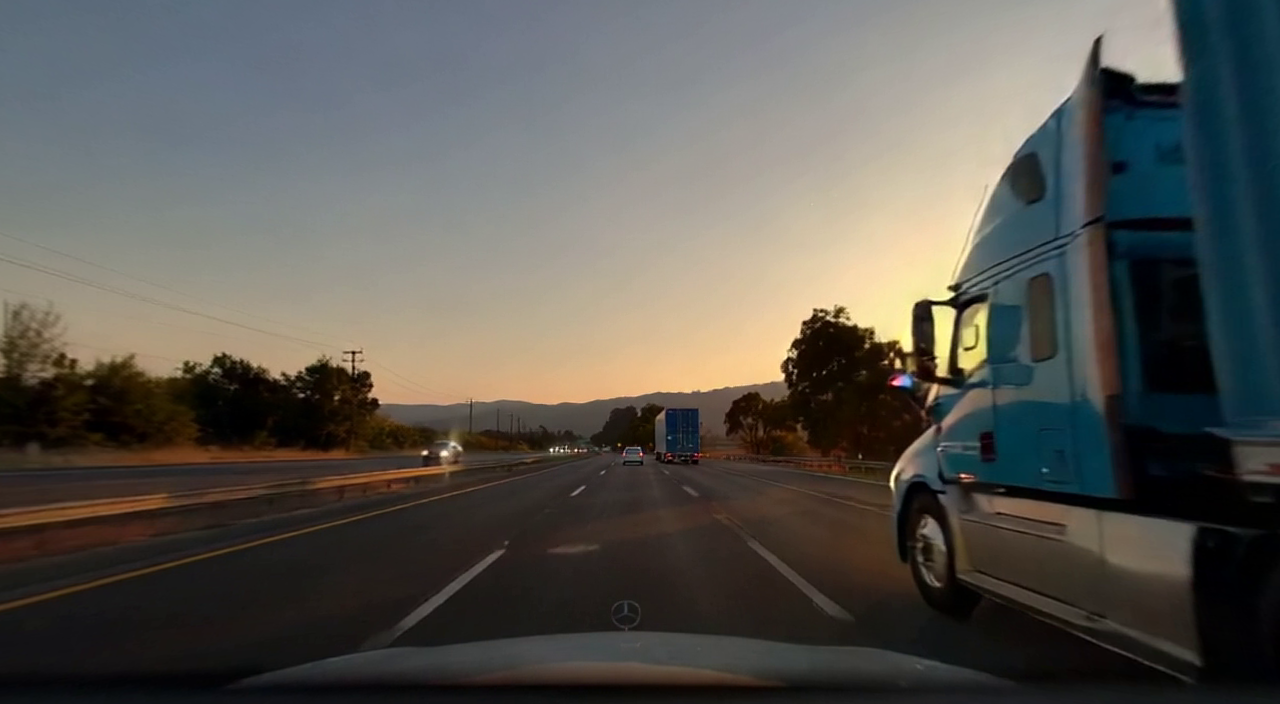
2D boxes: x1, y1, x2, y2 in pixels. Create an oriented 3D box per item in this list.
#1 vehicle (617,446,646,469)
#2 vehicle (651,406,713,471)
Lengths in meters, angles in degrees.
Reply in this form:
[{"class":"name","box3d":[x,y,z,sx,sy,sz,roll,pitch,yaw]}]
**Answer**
[{"class":"vehicle","box3d":[-0.574,7.129,42.714,1.898,1.438,4.053,0,-9,-1]},{"class":"vehicle","box3d":[2.853,6.914,49.452,3.462,4.177,16.311,0,-9,-1]}]
